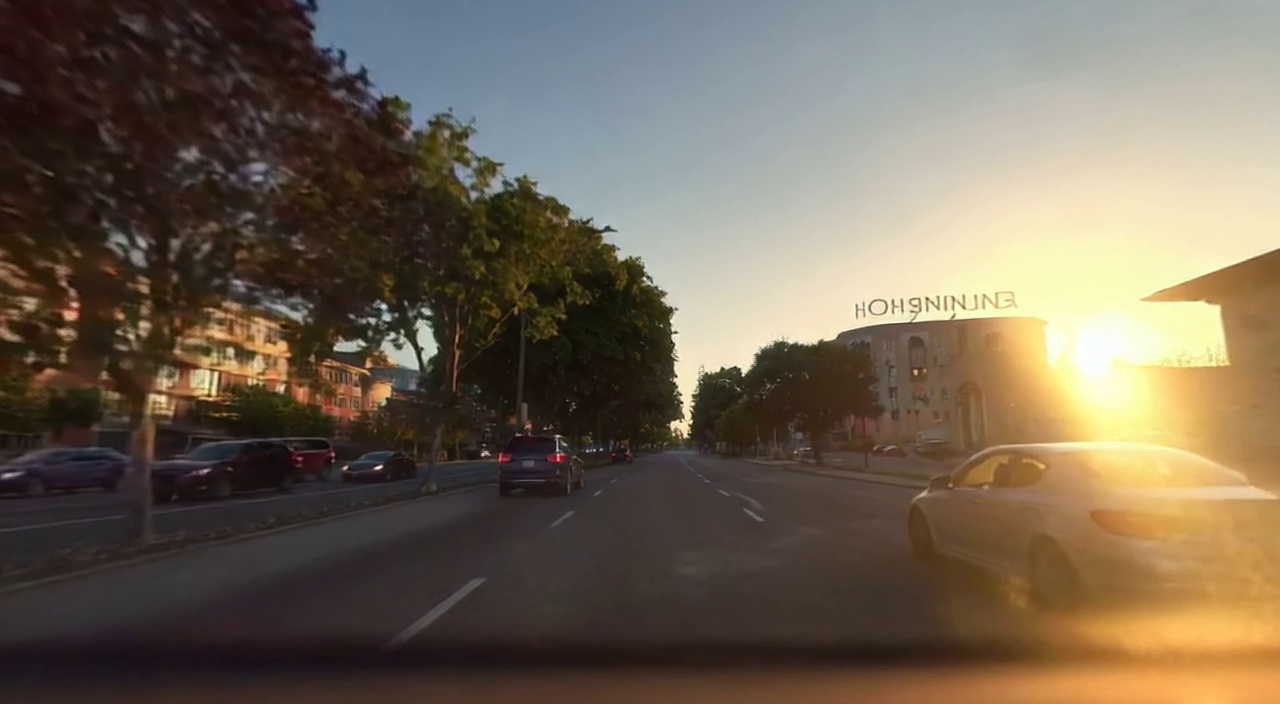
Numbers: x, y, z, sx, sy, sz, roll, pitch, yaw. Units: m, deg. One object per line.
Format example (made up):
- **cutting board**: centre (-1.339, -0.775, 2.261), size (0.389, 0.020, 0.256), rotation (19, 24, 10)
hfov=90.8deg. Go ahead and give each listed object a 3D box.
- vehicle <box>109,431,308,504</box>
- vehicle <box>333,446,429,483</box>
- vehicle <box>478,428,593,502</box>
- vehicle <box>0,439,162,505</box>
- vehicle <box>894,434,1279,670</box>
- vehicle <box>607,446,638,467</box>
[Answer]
- **vehicle**: centre (-11.535, 3.114, 17.428), size (2.016, 1.710, 4.734), rotation (0, -9, 2)
- **vehicle**: centre (-11.109, 4.832, 27.567), size (1.960, 1.451, 4.870), rotation (0, -9, 2)
- **vehicle**: centre (-2.821, 3.233, 18.437), size (2.305, 1.833, 4.912), rotation (-1, -9, 3)
- **vehicle**: centre (-15.301, 3.117, 16.825), size (1.871, 1.515, 4.229), rotation (0, -9, -1)
- **vehicle**: centre (4.398, 1.595, 6.232), size (1.960, 1.471, 4.378), rotation (0, -9, 0)
- **vehicle**: centre (-1.317, 8.015, 48.596), size (1.976, 1.571, 4.649), rotation (-1, -9, 3)
